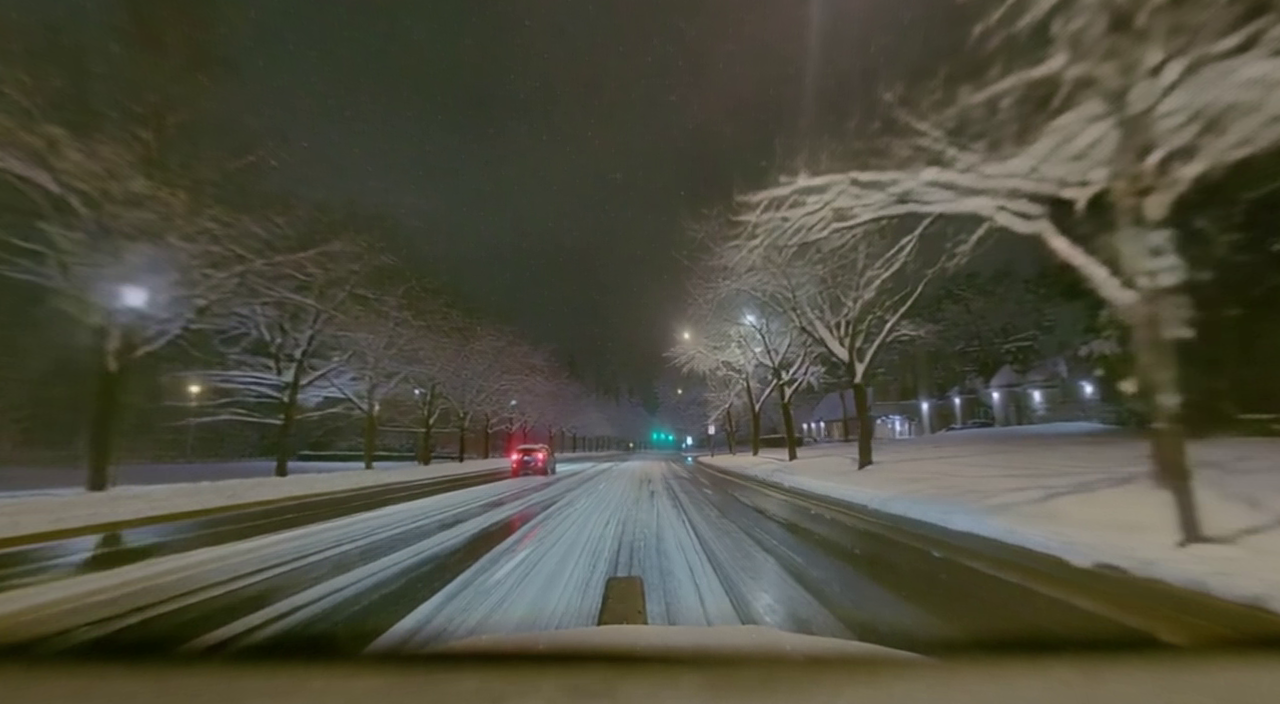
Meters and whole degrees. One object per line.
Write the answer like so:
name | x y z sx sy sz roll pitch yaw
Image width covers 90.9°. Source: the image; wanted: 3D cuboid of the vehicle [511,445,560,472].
vehicle | -5.948 6.098 36.474 1.945 1.461 4.605 0 -8 2
